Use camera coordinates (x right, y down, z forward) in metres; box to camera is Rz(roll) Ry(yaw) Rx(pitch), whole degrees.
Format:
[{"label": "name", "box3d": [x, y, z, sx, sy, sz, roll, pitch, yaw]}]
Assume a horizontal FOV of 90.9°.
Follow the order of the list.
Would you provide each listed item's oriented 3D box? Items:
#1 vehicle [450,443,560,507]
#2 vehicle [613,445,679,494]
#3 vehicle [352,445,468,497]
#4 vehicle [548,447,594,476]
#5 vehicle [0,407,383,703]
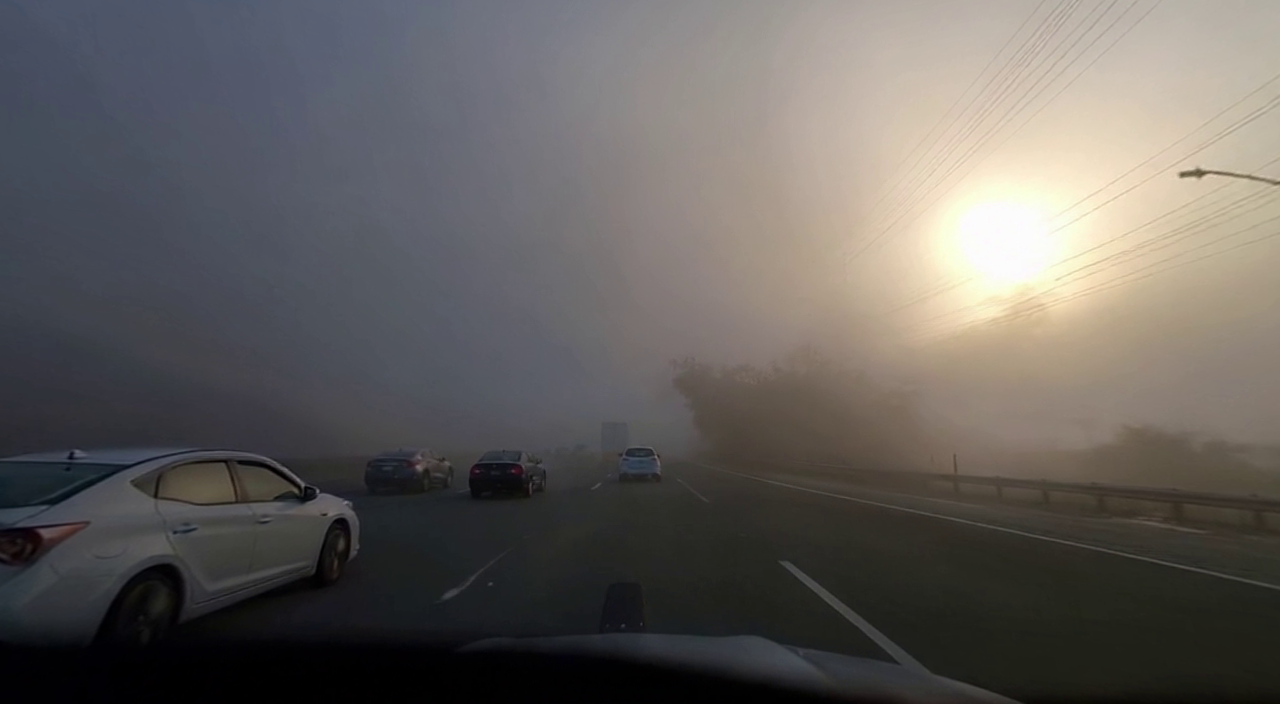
[{"label": "vehicle", "box3d": [-3.358, 3.137, 16.559, 1.912, 1.464, 4.115, 0, -9, 1]}, {"label": "vehicle", "box3d": [0.179, 3.933, 21.478, 2.018, 1.470, 4.491, 0, -9, 0]}, {"label": "vehicle", "box3d": [-7.116, 3.719, 20.096, 1.867, 1.445, 4.499, 0, -9, 2]}, {"label": "vehicle", "box3d": [-3.608, 5.789, 33.528, 2.013, 1.437, 3.801, 0, -9, 0]}, {"label": "vehicle", "box3d": [-3.684, 1.255, 4.419, 1.883, 1.500, 4.373, 0, -9, 0]}]
